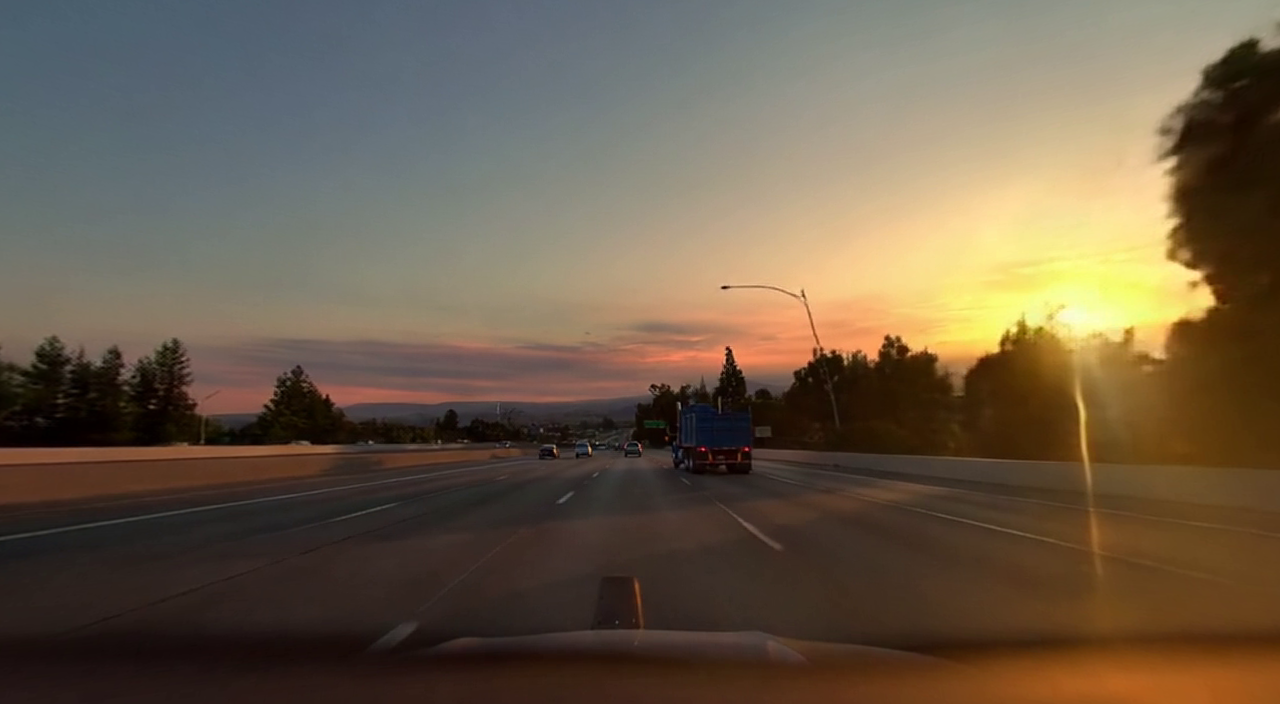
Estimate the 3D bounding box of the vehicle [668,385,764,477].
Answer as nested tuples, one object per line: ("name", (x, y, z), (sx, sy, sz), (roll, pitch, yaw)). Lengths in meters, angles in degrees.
("vehicle", (3.210, 3.880, 30.149), (2.966, 3.586, 10.563), (0, -9, -2))
